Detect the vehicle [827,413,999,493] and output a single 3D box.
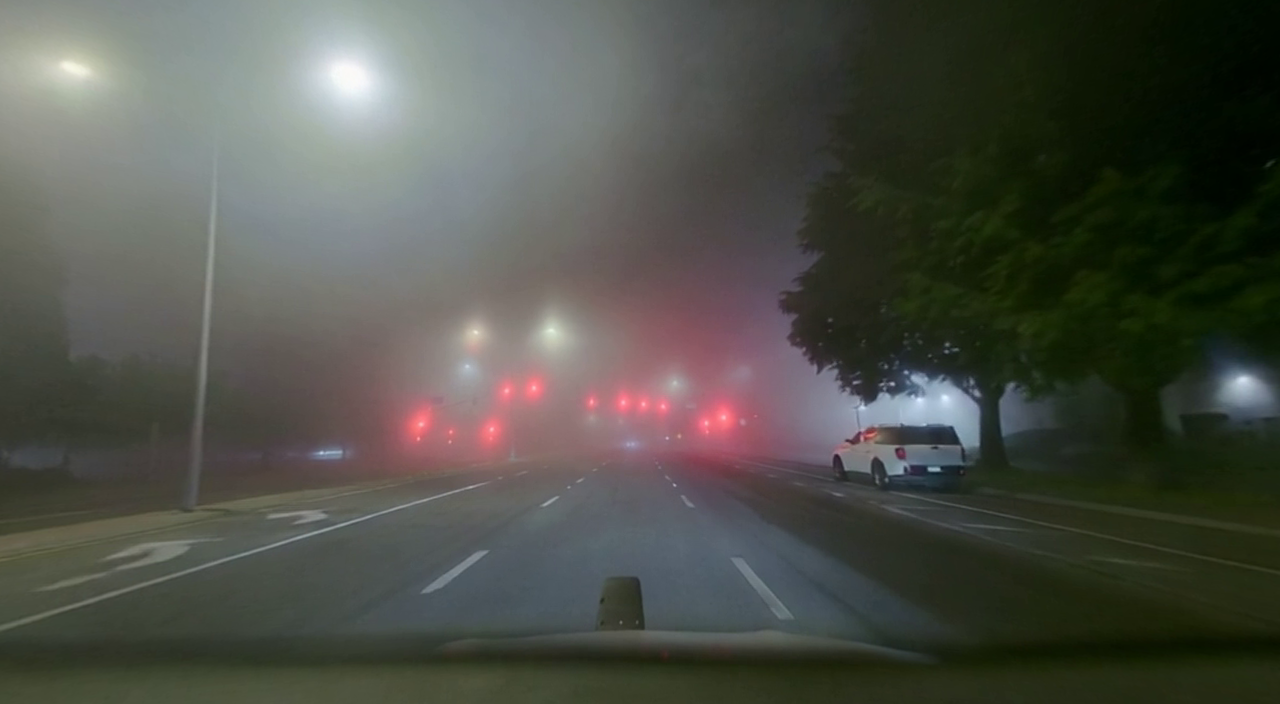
[{"bbox_3d":[7.389,2.843,18.027,2.234,1.880,5.812,0,-8,-1],"label":"vehicle"}]
